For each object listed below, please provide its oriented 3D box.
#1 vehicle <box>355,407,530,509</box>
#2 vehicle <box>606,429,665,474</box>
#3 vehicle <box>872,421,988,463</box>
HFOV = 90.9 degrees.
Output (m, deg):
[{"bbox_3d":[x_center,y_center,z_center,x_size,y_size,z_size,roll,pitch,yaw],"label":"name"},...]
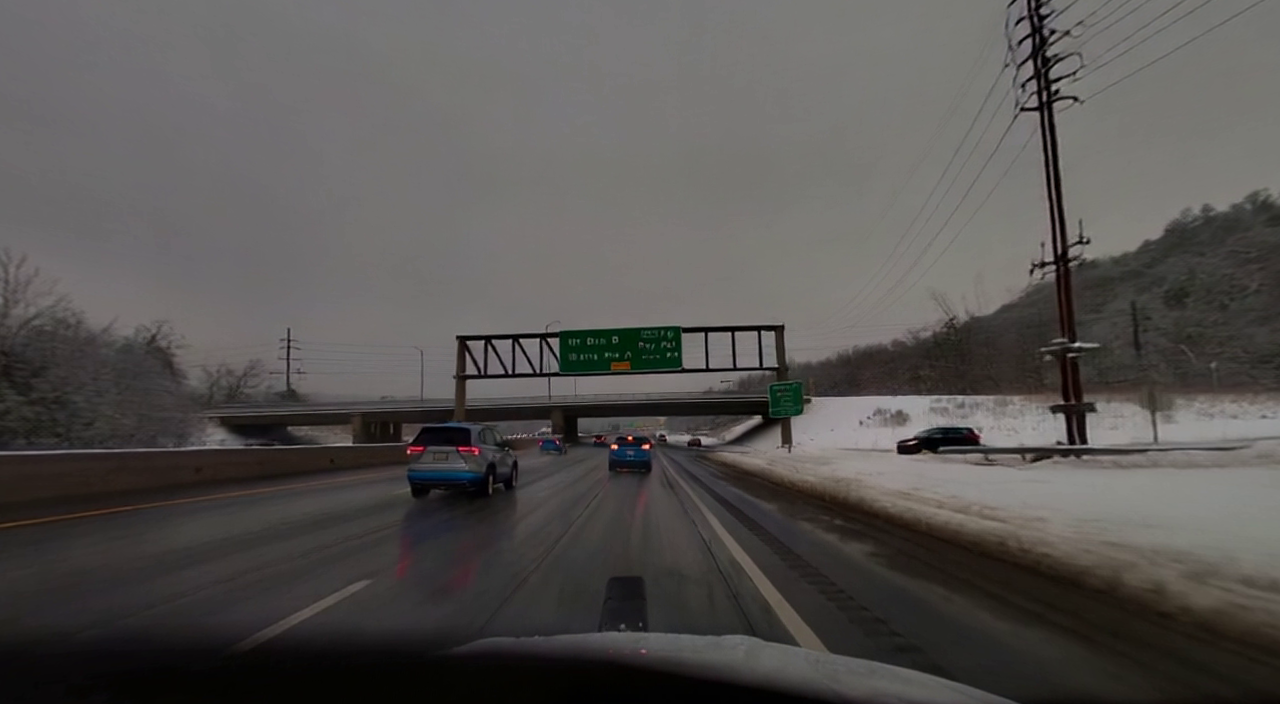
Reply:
[{"bbox_3d":[-4.032,2.307,14.005,2.228,1.845,4.847,0,-9,1],"label":"vehicle"},{"bbox_3d":[-0.090,4.042,25.706,2.193,1.651,3.946,-1,-9,3],"label":"vehicle"},{"bbox_3d":[19.228,6.076,42.323,2.571,2.571,6.876,4,-10,-25],"label":"vehicle"}]
